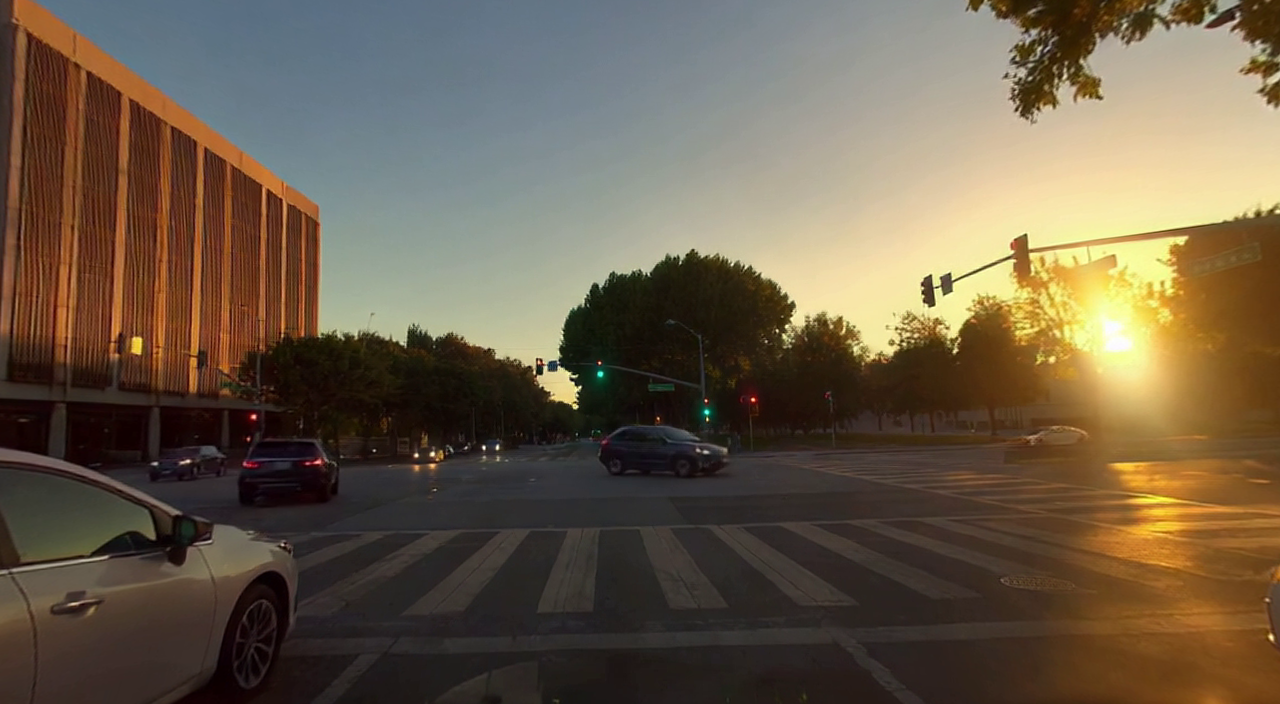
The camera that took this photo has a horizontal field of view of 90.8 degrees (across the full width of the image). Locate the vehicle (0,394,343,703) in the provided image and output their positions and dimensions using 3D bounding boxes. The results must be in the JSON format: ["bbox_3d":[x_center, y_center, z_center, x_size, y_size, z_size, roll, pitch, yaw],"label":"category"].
[{"bbox_3d":[-3.074,0.898,2.152,1.919,1.478,4.720,0,-8,-1],"label":"vehicle"}]

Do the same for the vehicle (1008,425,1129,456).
[{"bbox_3d":[21.541,4.459,31.873,4.660,1.495,2.007,0,-8,-3],"label":"vehicle"}]

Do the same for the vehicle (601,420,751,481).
[{"bbox_3d":[1.173,3.373,21.852,4.778,1.871,2.109,-7,-10,37],"label":"vehicle"}]

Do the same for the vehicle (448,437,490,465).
[{"bbox_3d":[-12.828,7.416,47.534,2.051,1.715,4.346,-3,-6,-2],"label":"vehicle"}]

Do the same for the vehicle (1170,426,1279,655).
[{"bbox_3d":[4.934,0.985,2.534,1.949,1.449,4.530,-1,-8,5],"label":"vehicle"}]
